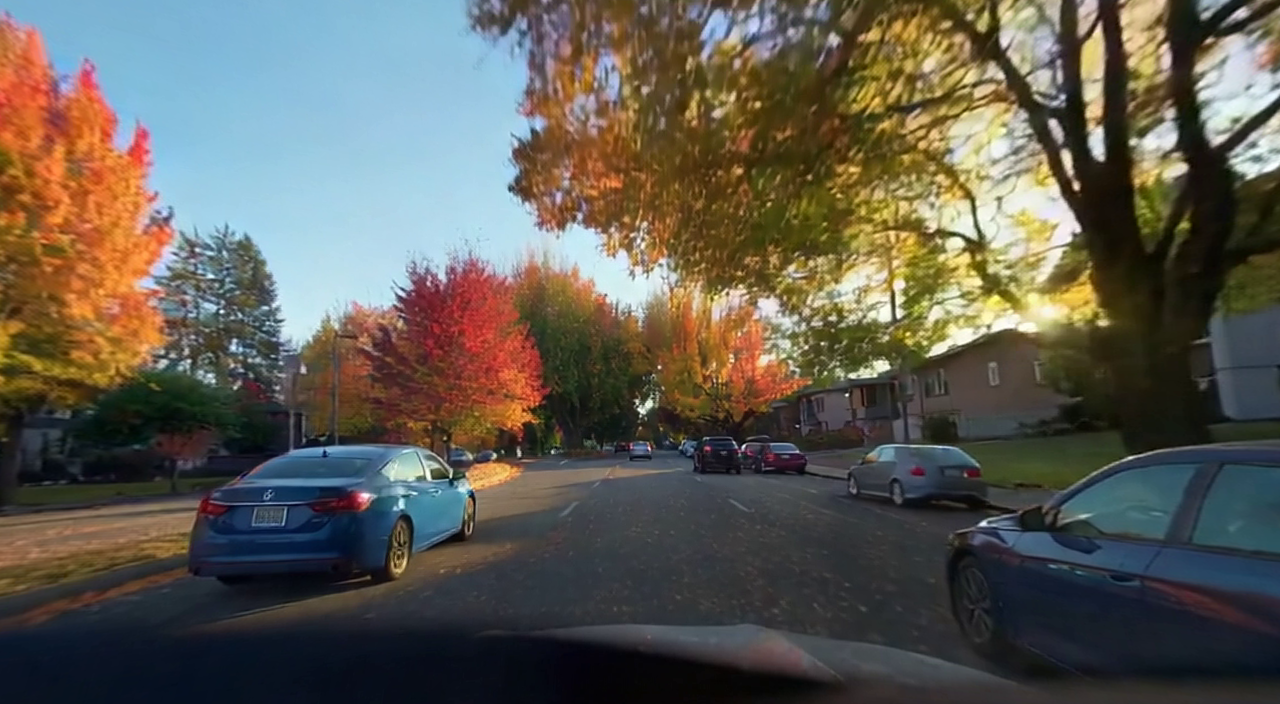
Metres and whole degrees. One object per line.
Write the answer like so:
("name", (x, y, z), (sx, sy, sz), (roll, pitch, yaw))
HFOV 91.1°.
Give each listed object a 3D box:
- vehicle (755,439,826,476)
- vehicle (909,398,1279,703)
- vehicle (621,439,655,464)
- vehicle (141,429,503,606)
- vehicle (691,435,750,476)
("vehicle", (7.103, 5.023, 30.195), (2.114, 1.628, 4.932), (0, -8, -1))
("vehicle", (3.206, 0.990, 2.757), (2.060, 1.474, 4.475), (0, -8, 0))
("vehicle", (-0.144, 7.052, 44.834), (2.293, 1.662, 4.262), (0, -8, 0))
("vehicle", (-3.205, 1.736, 7.664), (1.997, 1.479, 4.547), (0, -8, 1))
("vehicle", (3.575, 4.682, 28.706), (2.019, 1.675, 4.488), (0, -8, -1))
